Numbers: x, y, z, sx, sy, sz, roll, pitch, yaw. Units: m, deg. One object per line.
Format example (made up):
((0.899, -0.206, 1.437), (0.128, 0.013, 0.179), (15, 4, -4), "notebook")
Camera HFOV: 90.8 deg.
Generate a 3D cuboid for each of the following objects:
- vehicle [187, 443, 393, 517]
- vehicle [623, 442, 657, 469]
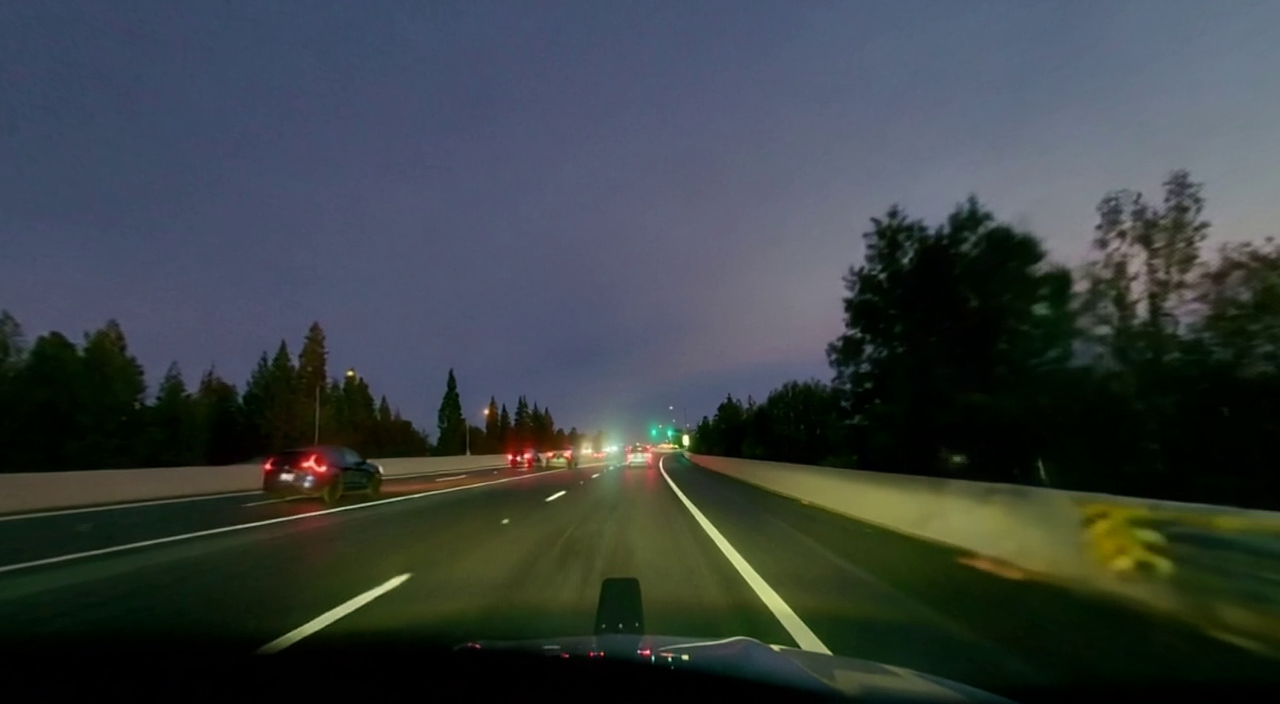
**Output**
((-8.430, 3.094, 15.926), (2.102, 1.562, 4.884), (-1, -8, 5), "vehicle")
((0.053, 7.065, 43.376), (2.179, 1.742, 4.396), (-1, -8, 1), "vehicle")
